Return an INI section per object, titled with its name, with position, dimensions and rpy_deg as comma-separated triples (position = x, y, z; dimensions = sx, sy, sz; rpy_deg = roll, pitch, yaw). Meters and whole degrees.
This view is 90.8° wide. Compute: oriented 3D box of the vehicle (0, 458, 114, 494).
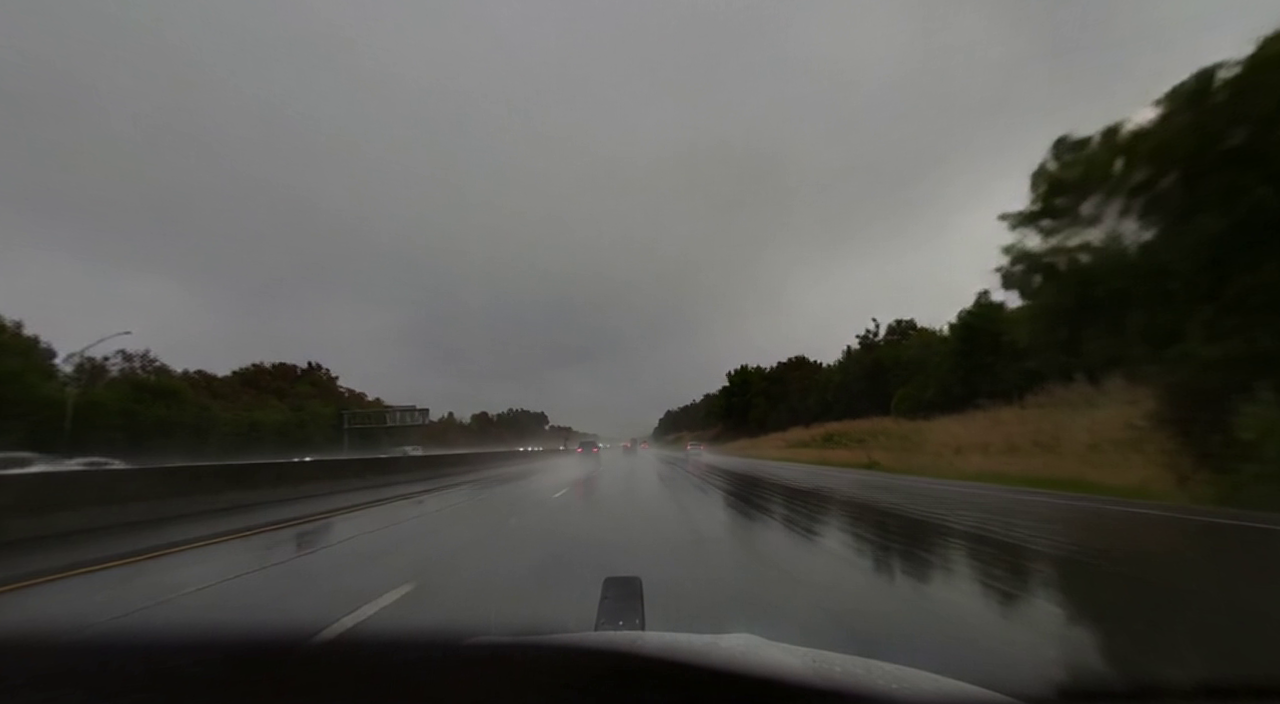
[vehicle]
position = -28.424, 5.947, 30.599
dimensions = 1.879, 1.475, 4.688
rpy_deg = 0, -9, -1
